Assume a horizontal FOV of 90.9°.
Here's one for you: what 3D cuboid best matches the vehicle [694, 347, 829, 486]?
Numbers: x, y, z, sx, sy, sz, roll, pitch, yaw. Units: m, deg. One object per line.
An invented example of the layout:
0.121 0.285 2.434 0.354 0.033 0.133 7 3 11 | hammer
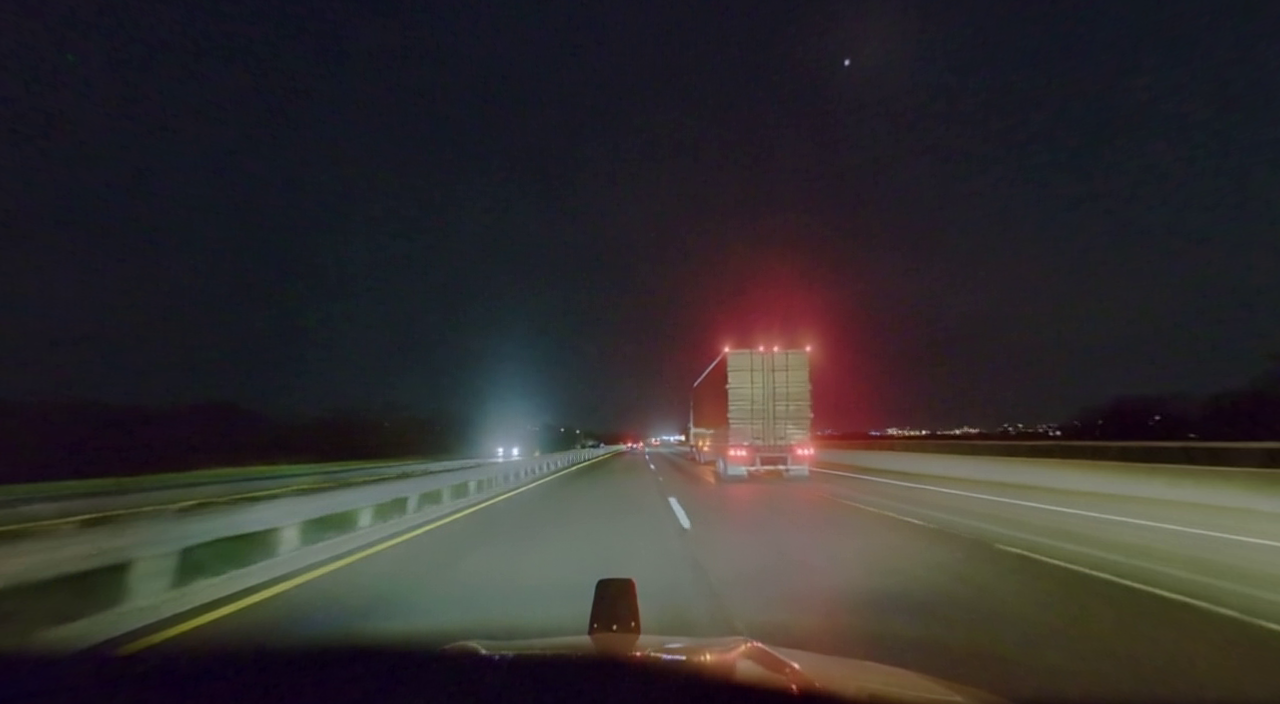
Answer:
4.126 2.771 25.199 2.966 4.072 13.408 0 -8 1 | vehicle
